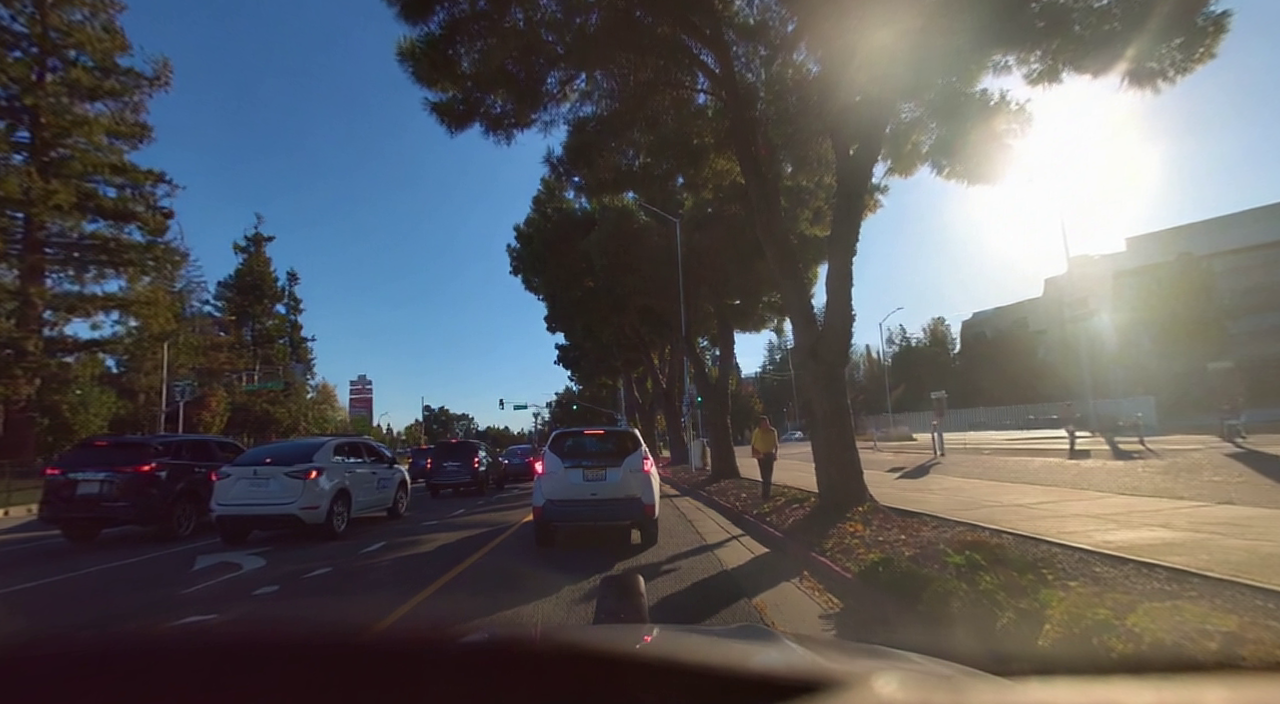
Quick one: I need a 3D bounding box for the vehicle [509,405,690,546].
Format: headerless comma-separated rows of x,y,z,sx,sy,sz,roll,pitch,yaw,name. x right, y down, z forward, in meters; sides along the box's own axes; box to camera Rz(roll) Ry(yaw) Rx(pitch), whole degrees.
-0.594,1.941,10.510,2.368,1.829,4.293,0,-9,-2,vehicle

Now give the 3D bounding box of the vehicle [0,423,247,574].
-8.811,2.148,10.106,2.013,1.826,4.592,0,-9,1,vehicle

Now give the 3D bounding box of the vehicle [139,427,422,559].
-5.417,2.155,10.440,2.010,1.674,4.484,0,-9,0,vehicle

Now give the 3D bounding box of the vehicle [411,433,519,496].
-5.468,3.570,20.448,2.188,1.774,4.477,0,-9,0,vehicle
